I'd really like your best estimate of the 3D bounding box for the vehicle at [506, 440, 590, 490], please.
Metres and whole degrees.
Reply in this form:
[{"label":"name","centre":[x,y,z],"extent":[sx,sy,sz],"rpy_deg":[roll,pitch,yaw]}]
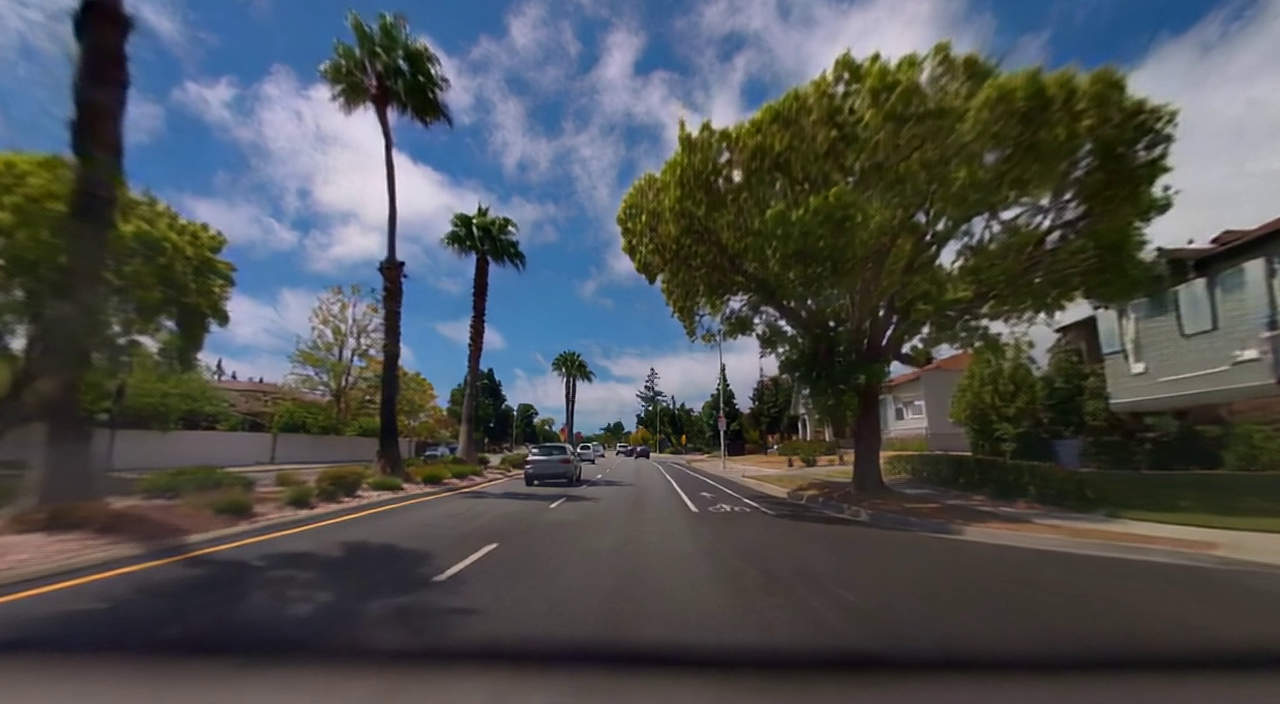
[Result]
[{"label":"vehicle","centre":[-2.977,3.790,21.493],"extent":[2.075,1.498,4.730],"rpy_deg":[0,-9,1]}]
